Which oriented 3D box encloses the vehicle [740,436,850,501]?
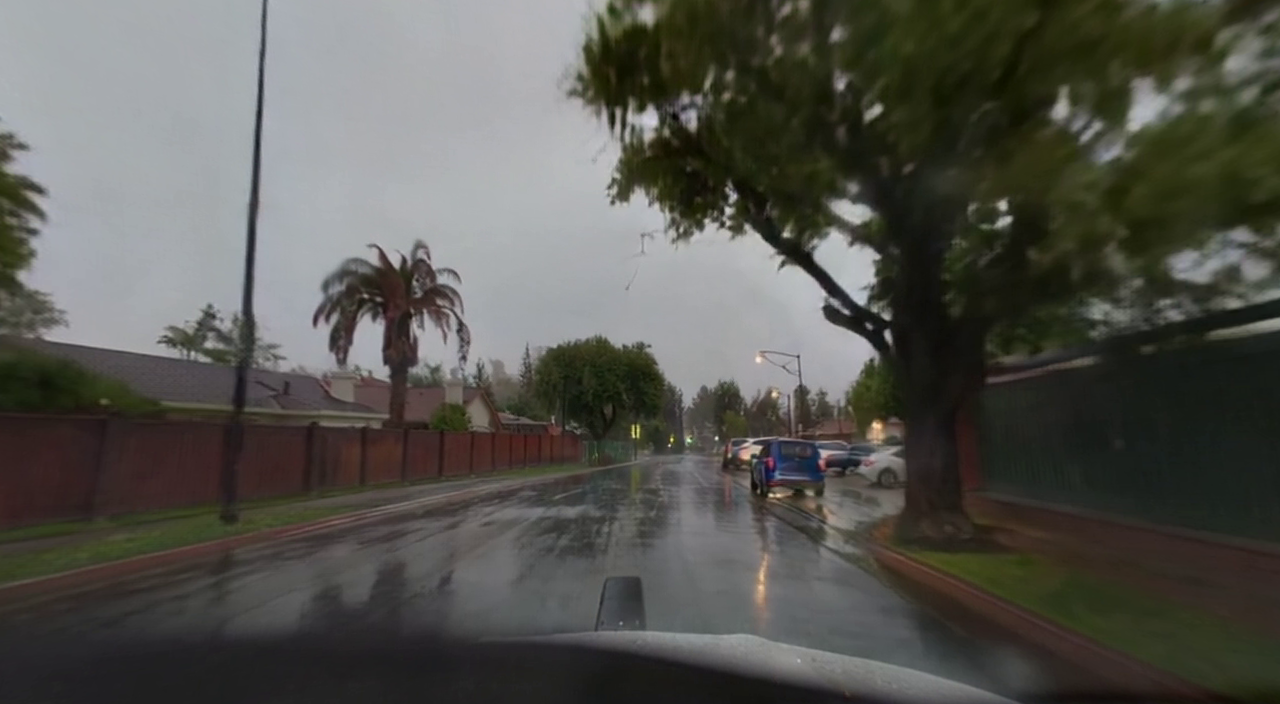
[{"bbox_3d":[4.363,3.344,18.590,2.051,1.676,4.497,0,-9,-1],"label":"vehicle"}]

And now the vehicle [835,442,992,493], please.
[{"bbox_3d":[8.427,3.572,19.762,4.057,1.483,1.828,0,-8,0],"label":"vehicle"}]

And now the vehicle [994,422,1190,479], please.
[{"bbox_3d":[13.207,2.882,18.803,4.246,1.488,1.943,-1,-8,15],"label":"vehicle"}]
